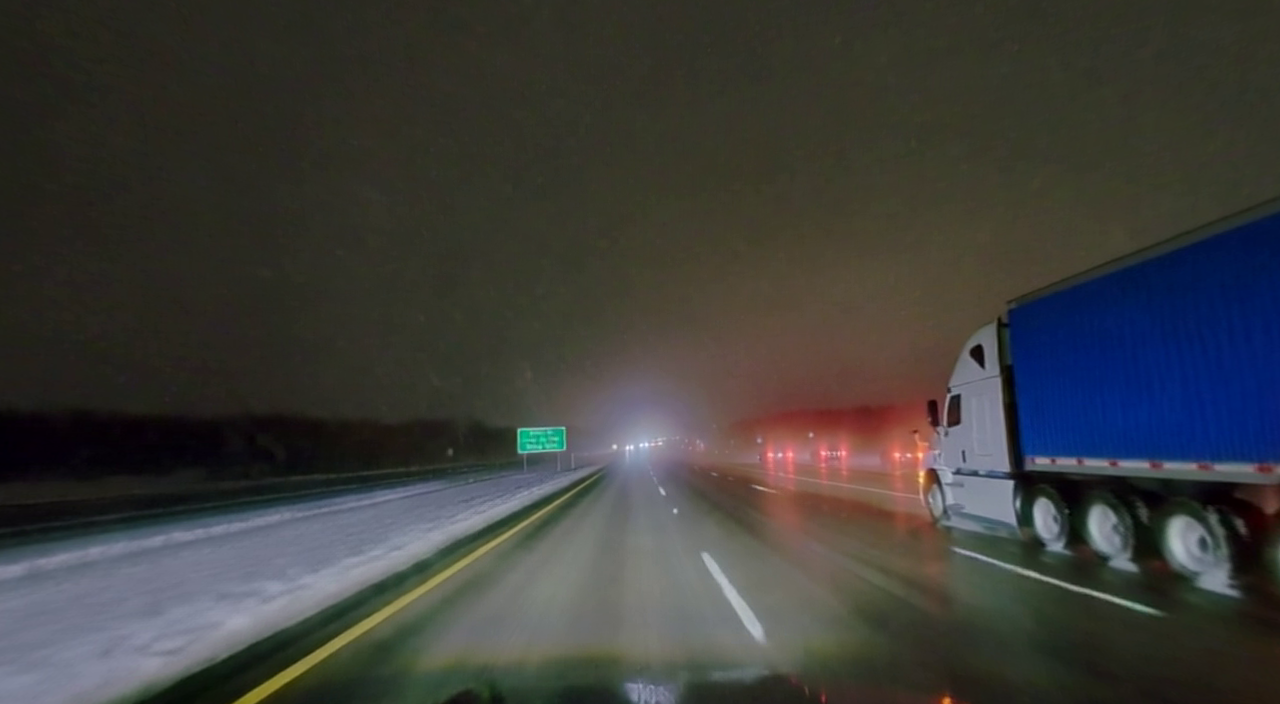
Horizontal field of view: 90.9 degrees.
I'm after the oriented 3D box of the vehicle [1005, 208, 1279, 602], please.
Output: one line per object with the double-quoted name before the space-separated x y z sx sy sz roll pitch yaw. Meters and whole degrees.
"vehicle" 6.601 0.425 5.103 2.690 3.197 7.515 0 -9 0
